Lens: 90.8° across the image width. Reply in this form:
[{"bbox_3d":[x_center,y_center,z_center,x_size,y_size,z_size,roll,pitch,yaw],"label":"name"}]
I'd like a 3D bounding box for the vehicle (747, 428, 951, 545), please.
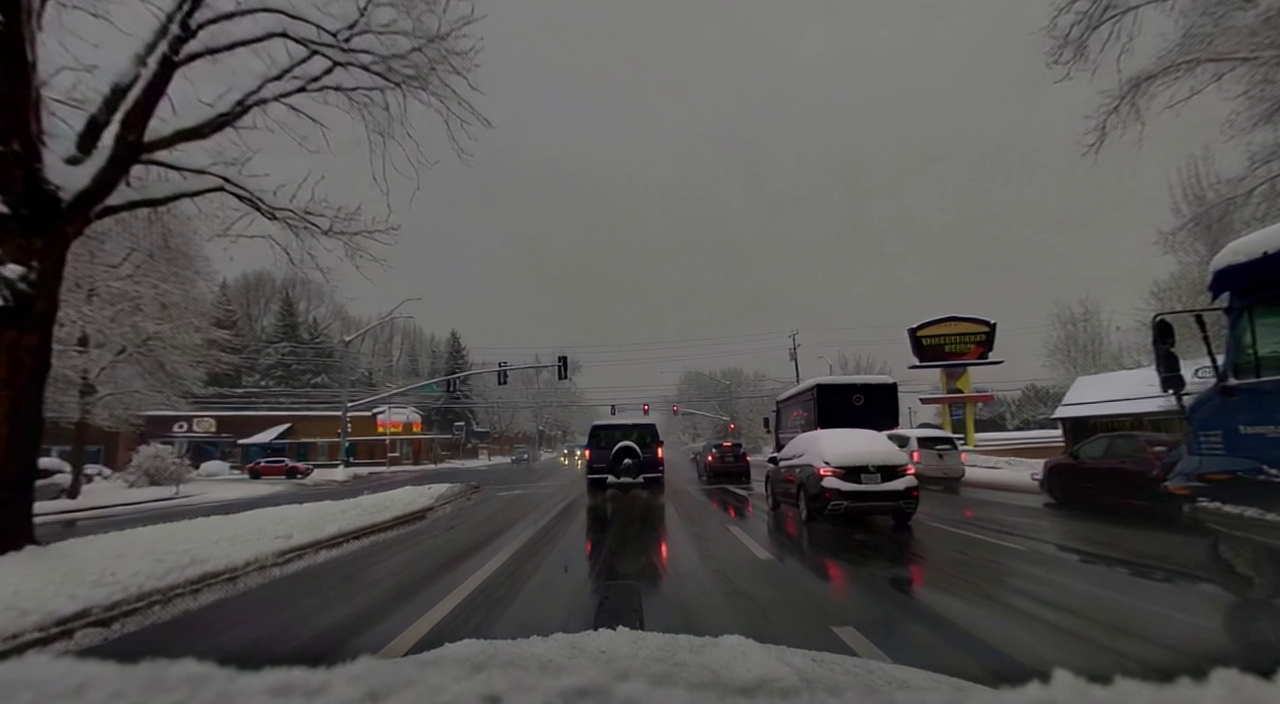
[{"bbox_3d":[3.307,2.234,11.255,1.905,1.587,4.998,0,-9,0],"label":"vehicle"}]

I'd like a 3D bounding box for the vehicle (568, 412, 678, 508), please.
[{"bbox_3d":[-0.420,2.849,17.019,2.499,2.183,5.111,0,-9,-1],"label":"vehicle"}]

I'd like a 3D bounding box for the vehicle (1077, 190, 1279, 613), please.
[{"bbox_3d":[6.486,0.146,3.423,2.802,3.322,7.429,0,-9,0],"label":"vehicle"}]

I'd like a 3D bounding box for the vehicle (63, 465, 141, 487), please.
[{"bbox_3d":[-38.057,8.775,44.711,4.150,1.474,1.826,-2,-9,11],"label":"vehicle"}]

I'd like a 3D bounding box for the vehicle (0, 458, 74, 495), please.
[{"bbox_3d":[-28.611,5.686,29.076,1.730,1.534,3.922,1,-9,-7],"label":"vehicle"}]

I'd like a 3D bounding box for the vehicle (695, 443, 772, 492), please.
[{"bbox_3d":[3.102,3.922,21.851,1.922,1.483,4.436,0,-9,-1],"label":"vehicle"}]

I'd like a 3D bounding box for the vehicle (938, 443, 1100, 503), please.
[{"bbox_3d":[10.408,3.321,17.821,1.768,1.472,4.350,0,-9,-1],"label":"vehicle"}]
